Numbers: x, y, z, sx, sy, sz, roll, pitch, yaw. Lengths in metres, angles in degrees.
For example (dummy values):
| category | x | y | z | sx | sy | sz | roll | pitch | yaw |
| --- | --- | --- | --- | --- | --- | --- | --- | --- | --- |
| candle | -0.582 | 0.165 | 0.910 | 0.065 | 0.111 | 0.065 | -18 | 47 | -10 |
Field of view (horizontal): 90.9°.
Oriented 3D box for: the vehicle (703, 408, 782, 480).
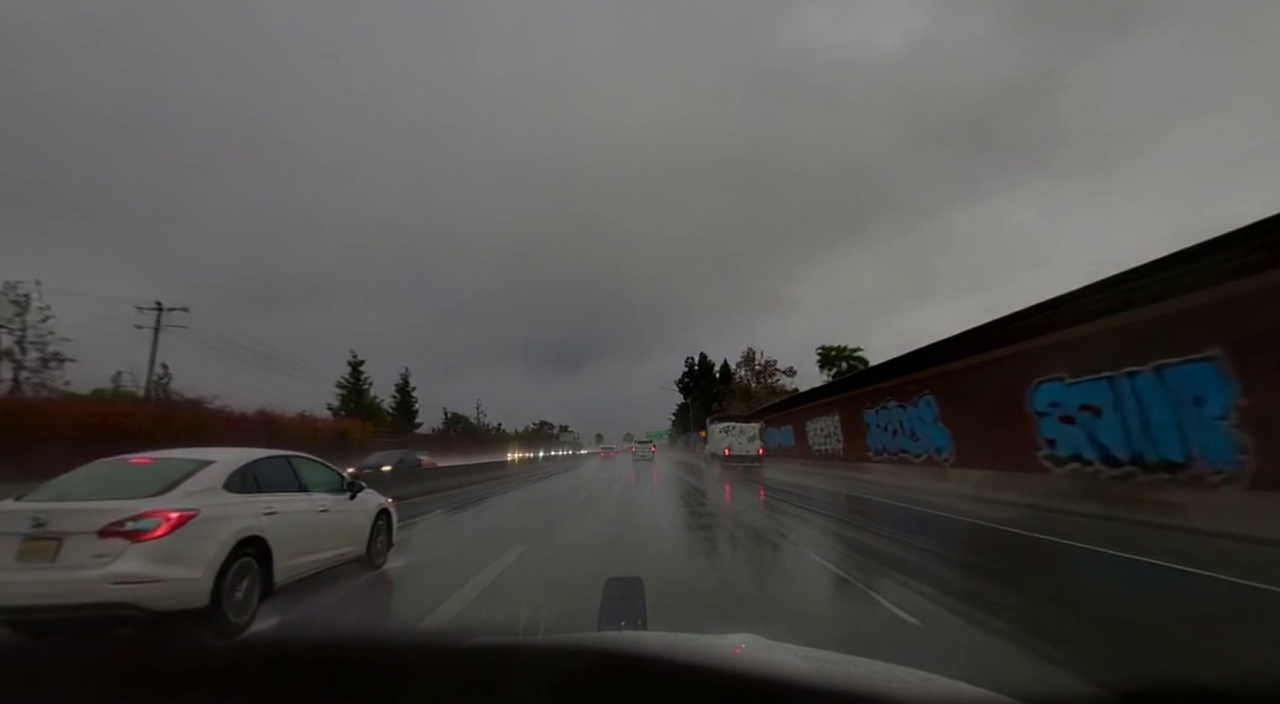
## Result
| category | x | y | z | sx | sy | sz | roll | pitch | yaw |
| --- | --- | --- | --- | --- | --- | --- | --- | --- | --- |
| vehicle | 4.545 | 4.291 | 29.216 | 2.549 | 2.931 | 6.310 | 0 | -9 | 0 |

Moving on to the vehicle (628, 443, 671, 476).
| category | x | y | z | sx | sy | sz | roll | pitch | yaw |
| --- | --- | --- | --- | --- | --- | --- | --- | --- | --- |
| vehicle | 0.452 | 5.374 | 31.616 | 2.009 | 1.506 | 4.091 | 0 | -9 | 1 |

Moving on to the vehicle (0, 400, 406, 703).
| category | x | y | z | sx | sy | sz | roll | pitch | yaw |
| --- | --- | --- | --- | --- | --- | --- | --- | --- | --- |
| vehicle | -3.585 | 1.259 | 4.642 | 2.023 | 1.444 | 4.379 | 0 | -9 | 0 |
